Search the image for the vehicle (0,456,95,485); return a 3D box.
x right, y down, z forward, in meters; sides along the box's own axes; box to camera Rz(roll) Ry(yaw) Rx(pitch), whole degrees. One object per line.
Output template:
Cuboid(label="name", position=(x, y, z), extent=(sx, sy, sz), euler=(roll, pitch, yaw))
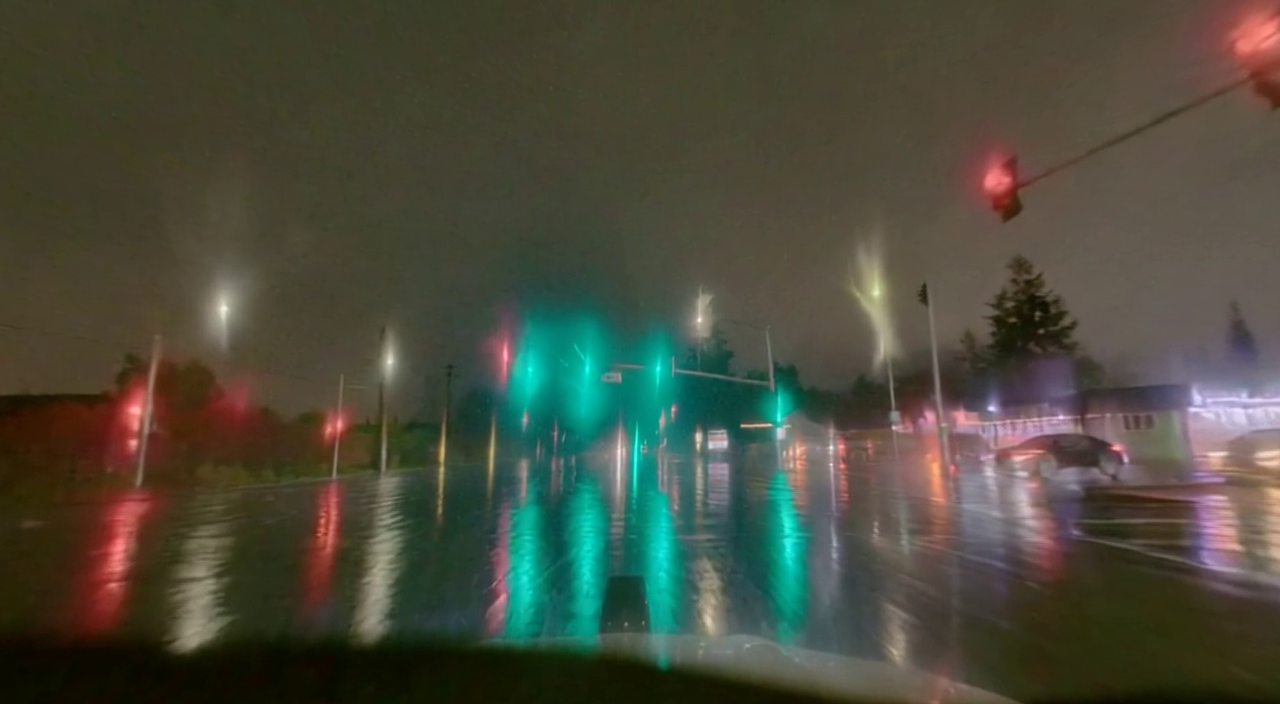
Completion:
Cuboid(label="vehicle", position=(-38.004, 7.550, 40.431), extent=(1.959, 1.633, 4.579), euler=(-3, -9, 1))

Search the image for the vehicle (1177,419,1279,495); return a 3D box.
Cuboid(label="vehicle", position=(17.463, 2.629, 16.594), extent=(4.721, 1.637, 2.256), euler=(-4, -8, -8))

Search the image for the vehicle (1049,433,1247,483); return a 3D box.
Cuboid(label="vehicle", position=(15.622, 3.262, 19.541), extent=(4.582, 1.436, 2.073), euler=(1, -9, -7))

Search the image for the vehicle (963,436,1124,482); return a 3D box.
Cuboid(label="vehicle", position=(15.964, 4.258, 25.095), extent=(4.904, 1.598, 2.326), euler=(0, -10, -8))
